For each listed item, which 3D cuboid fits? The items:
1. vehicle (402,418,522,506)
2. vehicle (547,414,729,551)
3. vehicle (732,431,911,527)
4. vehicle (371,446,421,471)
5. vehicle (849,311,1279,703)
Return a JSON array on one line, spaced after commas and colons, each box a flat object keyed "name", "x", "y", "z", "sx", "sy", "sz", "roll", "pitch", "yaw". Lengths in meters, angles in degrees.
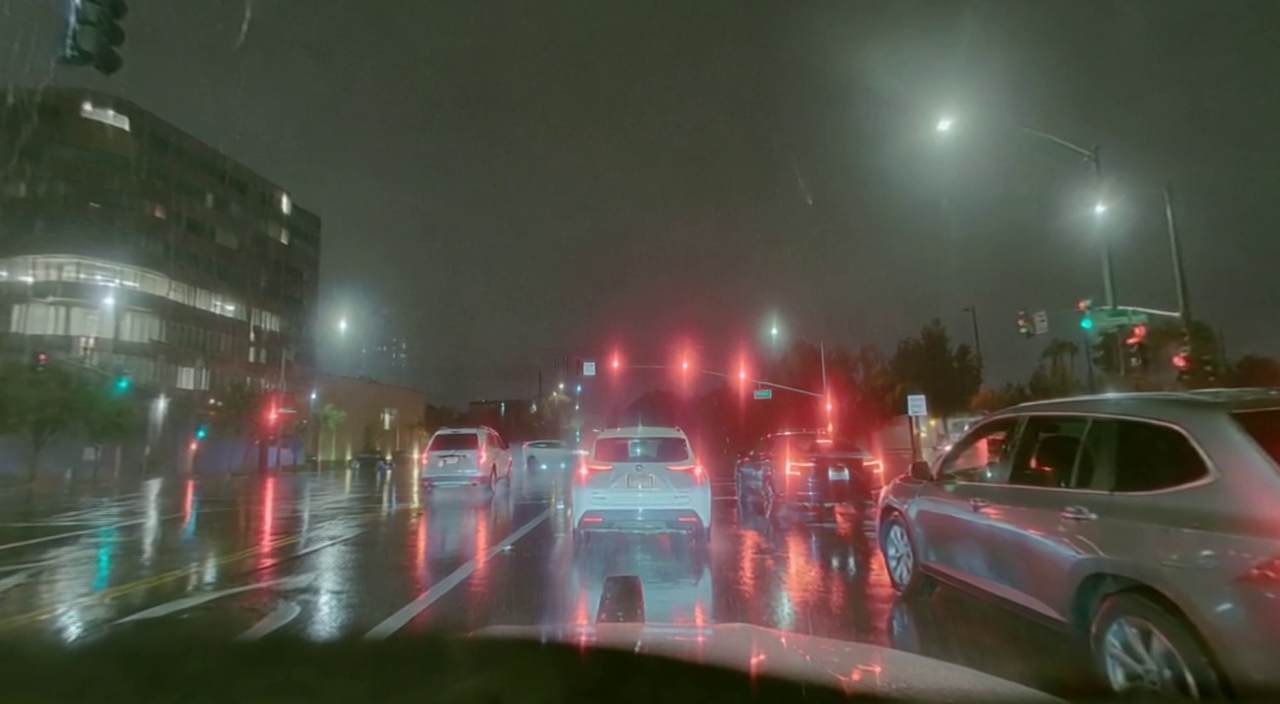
[{"name": "vehicle", "x": -4.176, "y": 2.654, "z": 15.613, "sx": 2.021, "sy": 1.837, "sz": 4.448, "roll": 1, "pitch": -9, "yaw": -5}, {"name": "vehicle", "x": -0.073, "y": 1.879, "z": 9.718, "sx": 2.188, "sy": 1.637, "sz": 4.027, "roll": 0, "pitch": -8, "yaw": -1}, {"name": "vehicle", "x": 3.158, "y": 2.311, "z": 12.100, "sx": 2.001, "sy": 1.463, "sz": 4.398, "roll": 0, "pitch": -8, "yaw": -2}, {"name": "vehicle", "x": -18.766, "y": 8.193, "z": 48.803, "sx": 2.026, "sy": 1.836, "sz": 4.726, "roll": 0, "pitch": -8, "yaw": 0}, {"name": "vehicle", "x": 3.016, "y": 0.971, "z": 3.578, "sx": 2.103, "sy": 1.701, "sz": 4.294, "roll": 0, "pitch": -8, "yaw": -1}]
